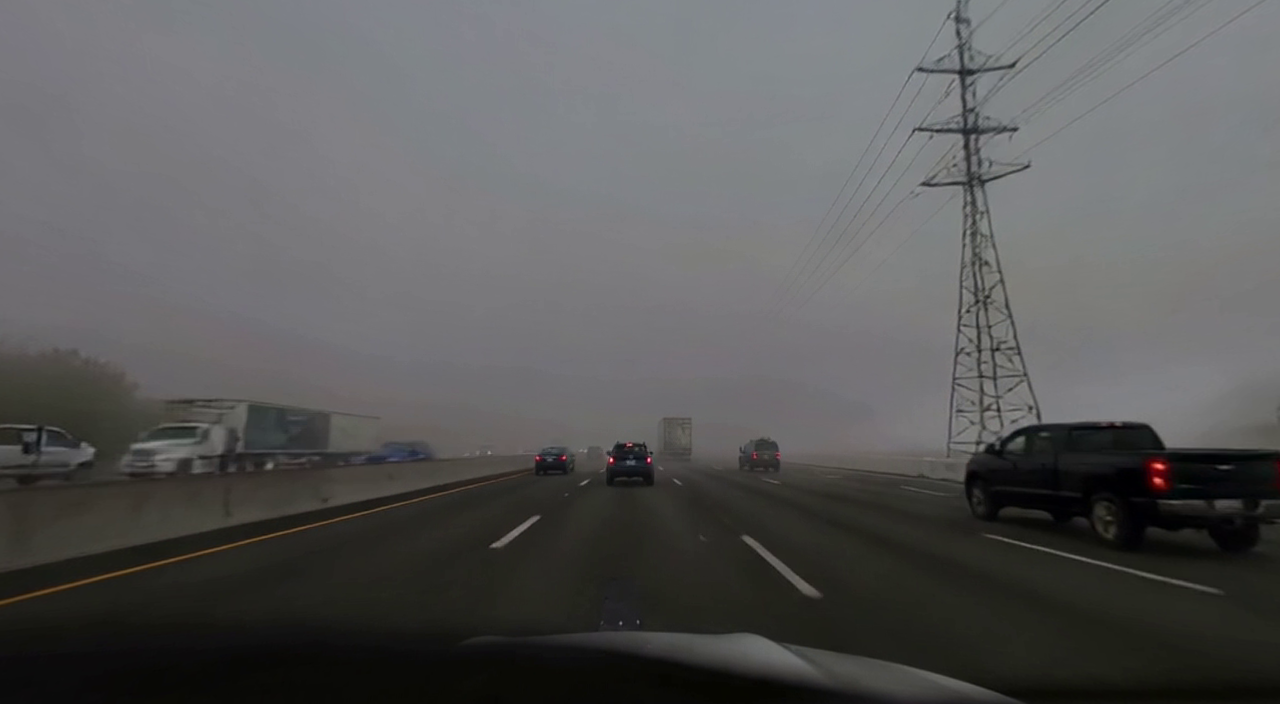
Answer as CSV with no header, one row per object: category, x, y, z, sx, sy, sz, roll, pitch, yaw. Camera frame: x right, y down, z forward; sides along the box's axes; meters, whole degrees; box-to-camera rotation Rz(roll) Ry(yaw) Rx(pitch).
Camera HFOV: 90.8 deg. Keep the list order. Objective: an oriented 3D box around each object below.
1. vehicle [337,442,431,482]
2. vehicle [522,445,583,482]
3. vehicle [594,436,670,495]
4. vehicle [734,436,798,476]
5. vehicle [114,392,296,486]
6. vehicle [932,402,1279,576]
vehicle,-10.776,4.653,27.059,1.857,1.524,5.060,0,-9,1
vehicle,-3.818,4.925,28.262,2.025,1.498,4.675,0,-9,0
vehicle,-0.245,3.581,20.246,2.191,1.685,4.015,0,-9,-1
vehicle,6.836,5.737,35.060,2.302,1.973,5.502,0,-9,-1
vehicle,-20.538,4.277,30.737,3.012,3.940,8.053,0,-9,0
vehicle,6.726,1.867,9.479,2.086,1.862,5.232,0,-9,-1
